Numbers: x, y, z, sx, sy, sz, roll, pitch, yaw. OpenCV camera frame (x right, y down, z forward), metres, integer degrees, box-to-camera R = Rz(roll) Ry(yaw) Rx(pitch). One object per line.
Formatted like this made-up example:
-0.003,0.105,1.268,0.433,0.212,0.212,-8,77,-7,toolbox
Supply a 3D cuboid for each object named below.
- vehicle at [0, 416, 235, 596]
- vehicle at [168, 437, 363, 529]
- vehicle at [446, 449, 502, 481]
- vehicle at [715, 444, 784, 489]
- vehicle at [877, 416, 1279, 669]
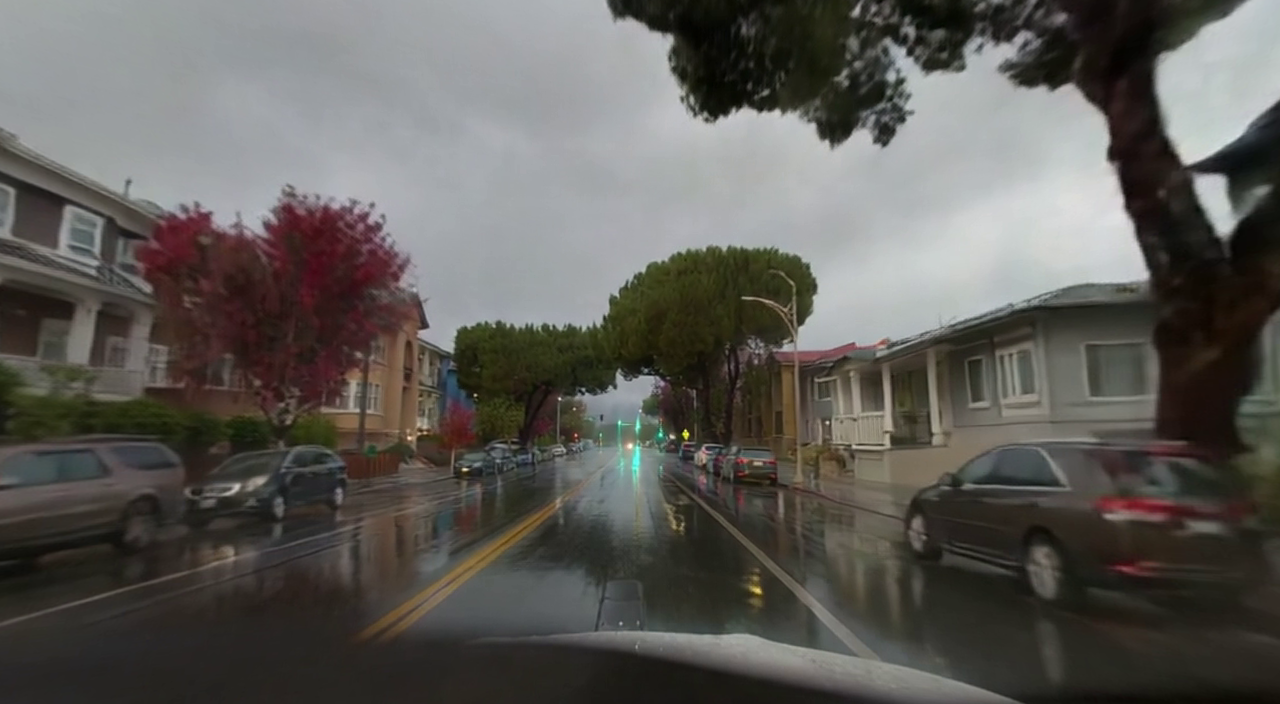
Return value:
-7.844,1.847,7.963,2.283,1.853,4.903,-1,-9,-1,vehicle
-8.144,2.904,14.359,1.932,1.708,4.460,0,-10,-4,vehicle
-8.252,5.650,31.789,1.852,1.482,3.916,-1,-9,-1,vehicle
4.070,4.314,24.100,1.845,1.556,3.929,0,-9,-1,vehicle
4.376,1.607,6.475,2.034,1.674,4.271,1,-9,-3,vehicle
